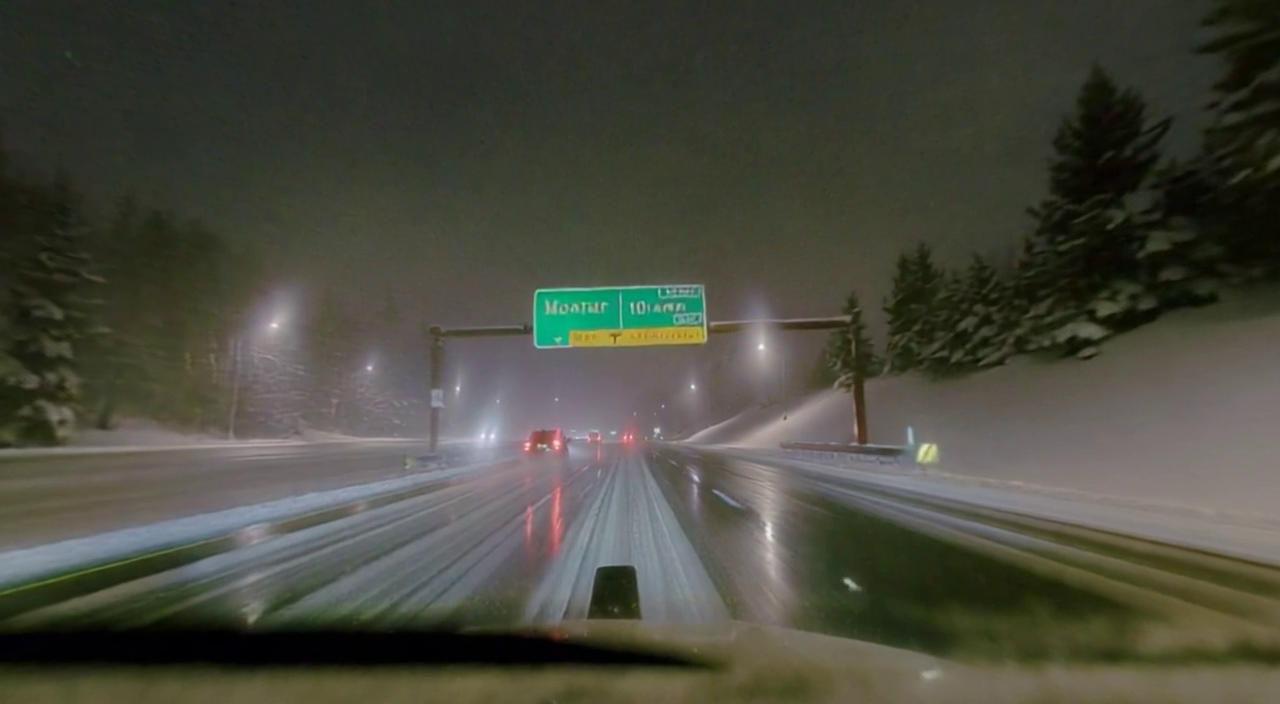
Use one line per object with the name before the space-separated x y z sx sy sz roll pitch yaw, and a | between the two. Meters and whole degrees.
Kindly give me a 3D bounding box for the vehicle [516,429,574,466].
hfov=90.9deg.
vehicle | -4.248 4.341 28.933 2.062 1.591 4.156 0 -8 -1
